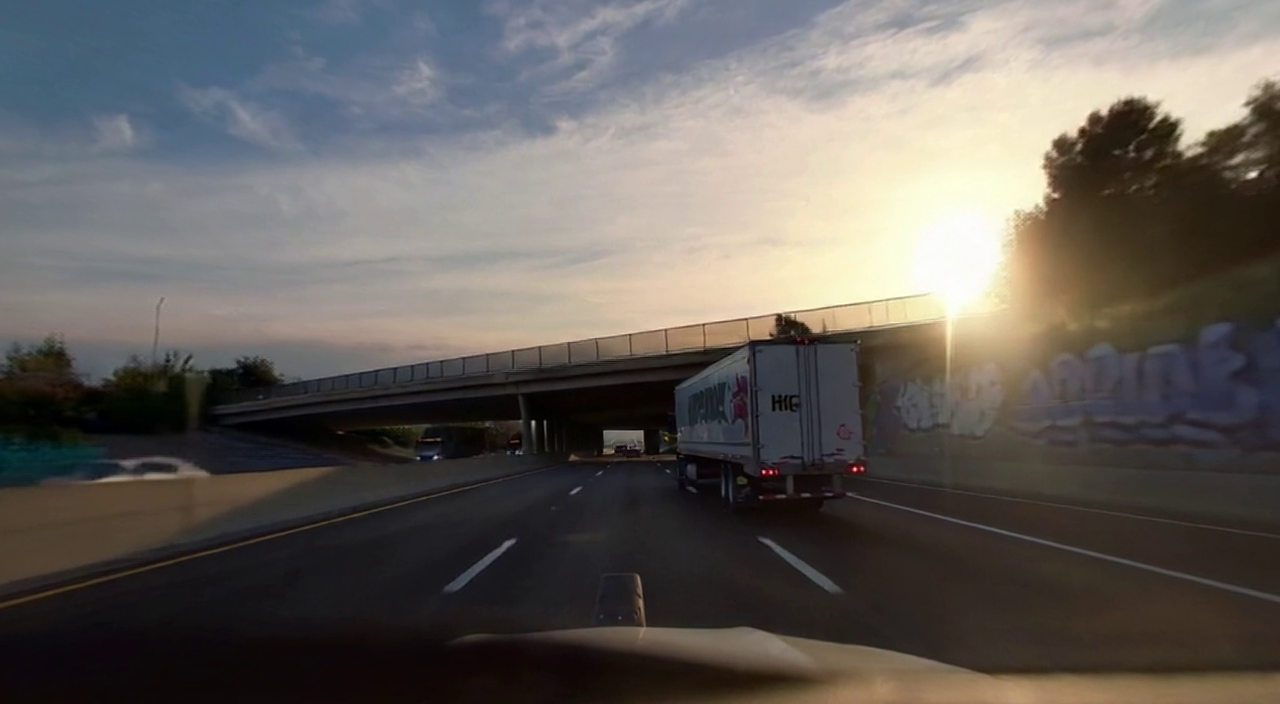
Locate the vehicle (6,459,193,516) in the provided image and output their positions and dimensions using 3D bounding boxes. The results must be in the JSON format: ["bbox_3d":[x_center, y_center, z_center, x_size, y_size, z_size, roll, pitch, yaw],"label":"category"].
[{"bbox_3d":[-16.312,4.073,19.368,1.862,1.471,4.402,0,-9,-1],"label":"vehicle"}]
